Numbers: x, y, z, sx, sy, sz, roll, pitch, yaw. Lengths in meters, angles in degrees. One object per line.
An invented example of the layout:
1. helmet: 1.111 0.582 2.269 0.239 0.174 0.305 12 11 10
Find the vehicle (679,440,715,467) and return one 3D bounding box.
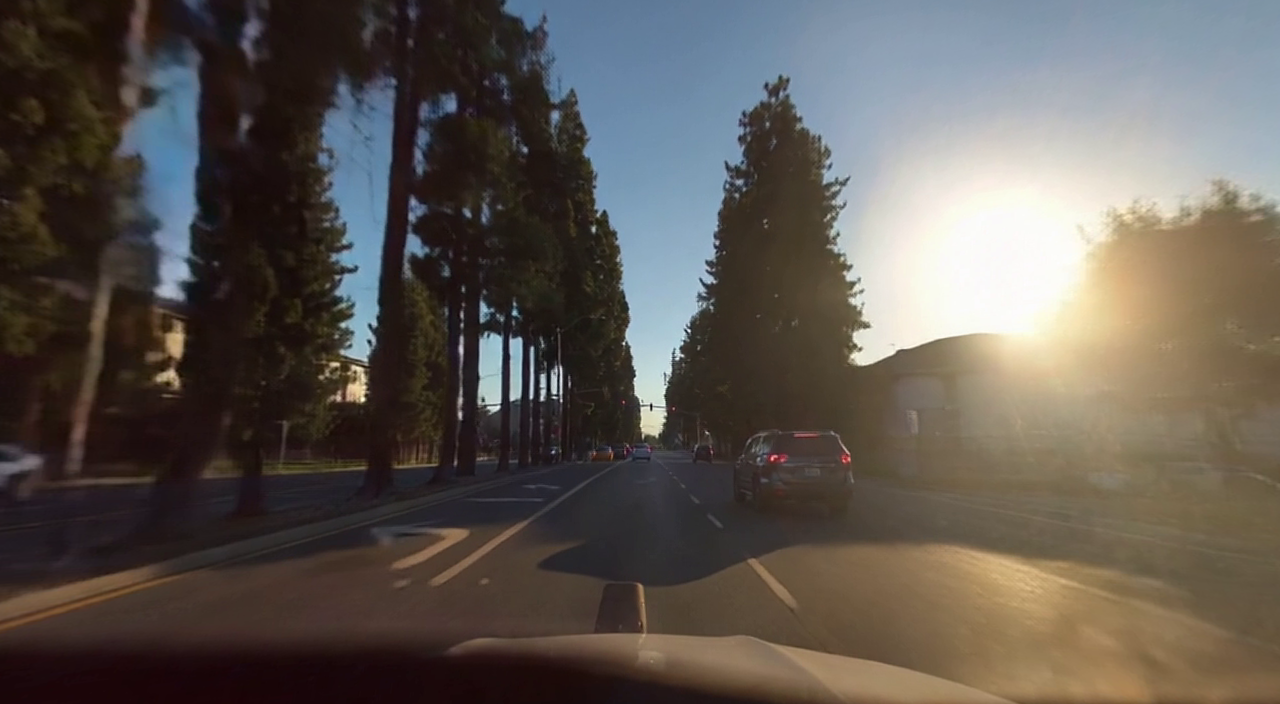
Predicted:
1. vehicle: 3.708 6.708 41.947 1.922 1.708 4.126 0 -8 -1

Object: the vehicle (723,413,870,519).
1. vehicle: 3.172 2.428 13.854 2.035 1.940 4.299 0 -8 -1

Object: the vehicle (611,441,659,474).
1. vehicle: -0.220 5.046 30.312 2.119 1.460 3.847 0 -8 0
